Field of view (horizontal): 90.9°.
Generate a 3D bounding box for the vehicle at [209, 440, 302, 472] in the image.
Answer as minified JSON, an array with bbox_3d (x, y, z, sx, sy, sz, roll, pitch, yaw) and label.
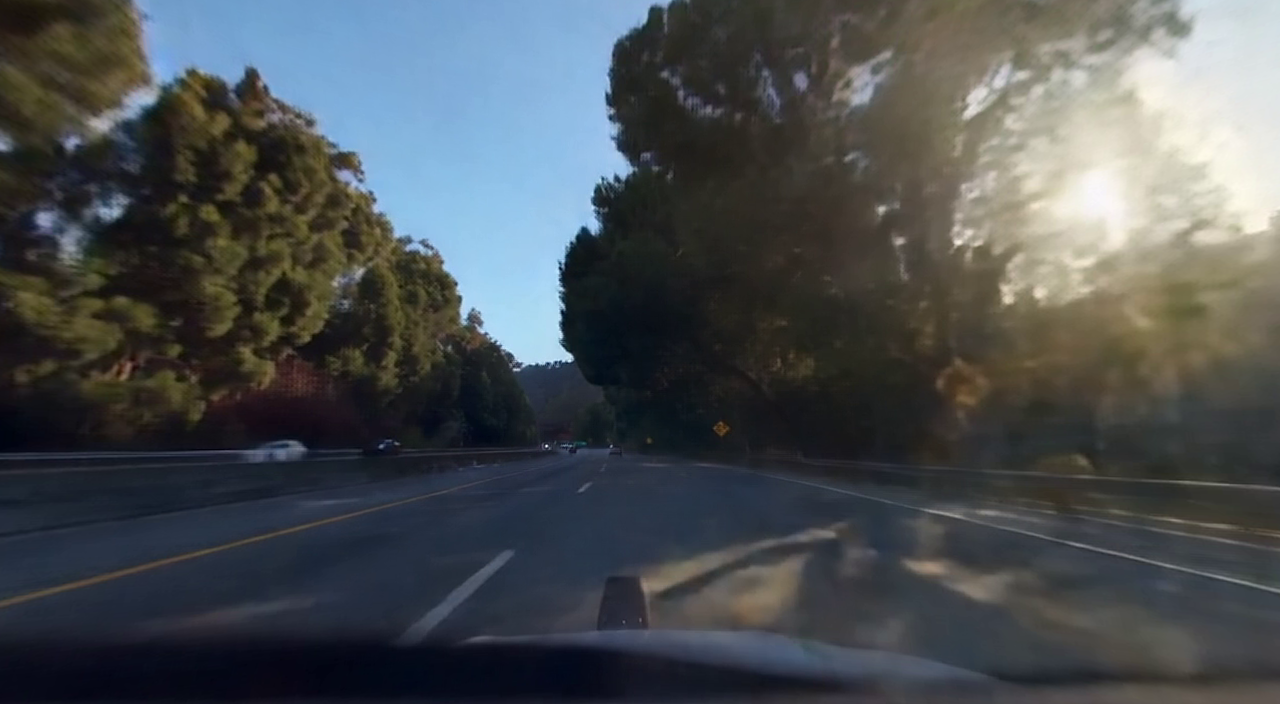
[{"bbox_3d":[-19.058,5.172,31.470,2.242,1.458,3.842,0,-9,-1],"label":"vehicle"}]
